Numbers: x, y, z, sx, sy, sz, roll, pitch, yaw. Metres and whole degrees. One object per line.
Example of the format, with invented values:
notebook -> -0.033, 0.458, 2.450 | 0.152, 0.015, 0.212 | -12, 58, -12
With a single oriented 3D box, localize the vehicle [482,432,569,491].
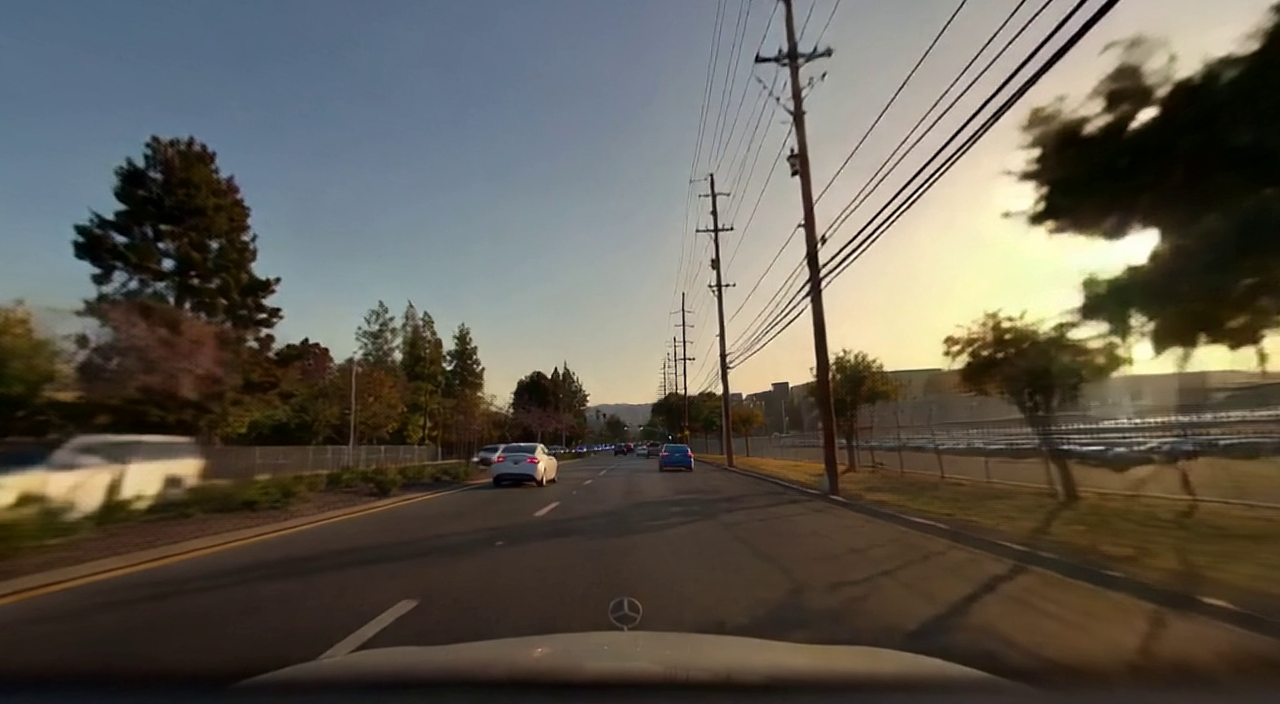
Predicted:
vehicle -> -3.628, 3.554, 20.721 | 1.950, 1.692, 4.397 | -1, -8, 1

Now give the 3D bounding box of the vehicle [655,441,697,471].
vehicle -> 1.881, 5.647, 34.250 | 2.059, 1.486, 3.980 | 0, -8, 0
